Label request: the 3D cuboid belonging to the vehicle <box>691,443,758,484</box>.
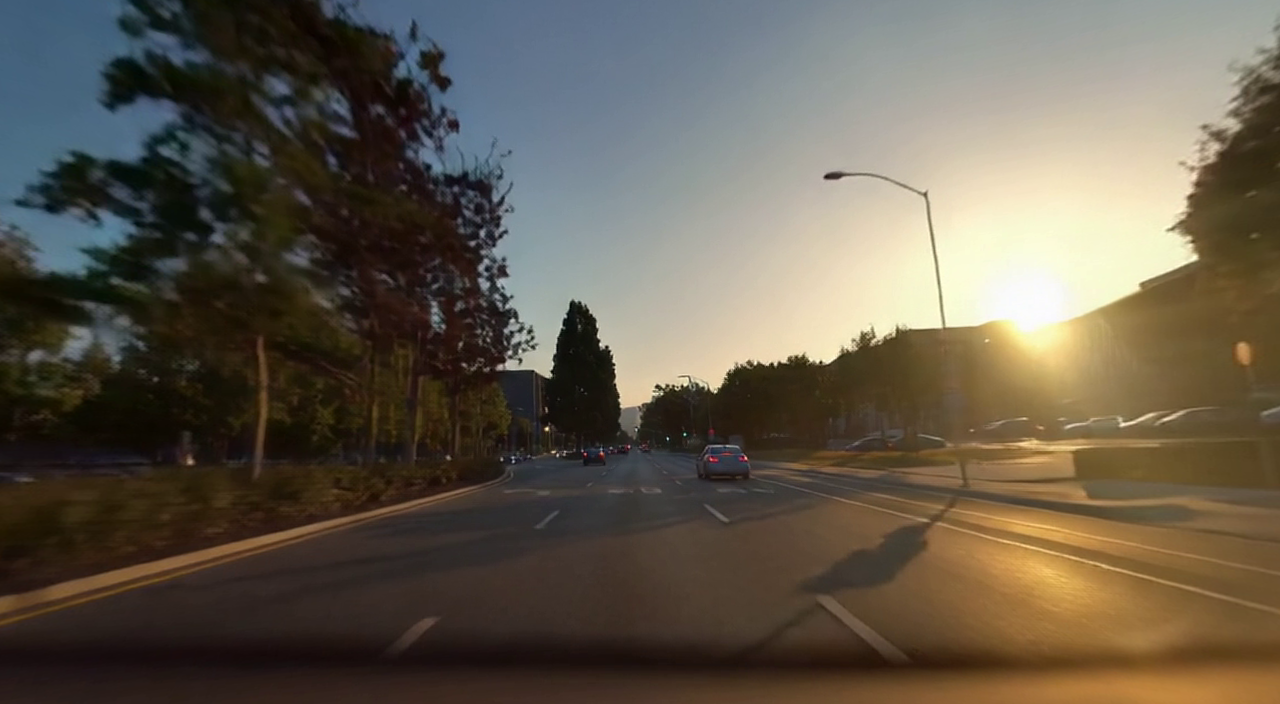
[{"bbox_3d":[3.240,4.365,25.073,1.966,1.449,4.290,0,-9,-1],"label":"vehicle"}]
